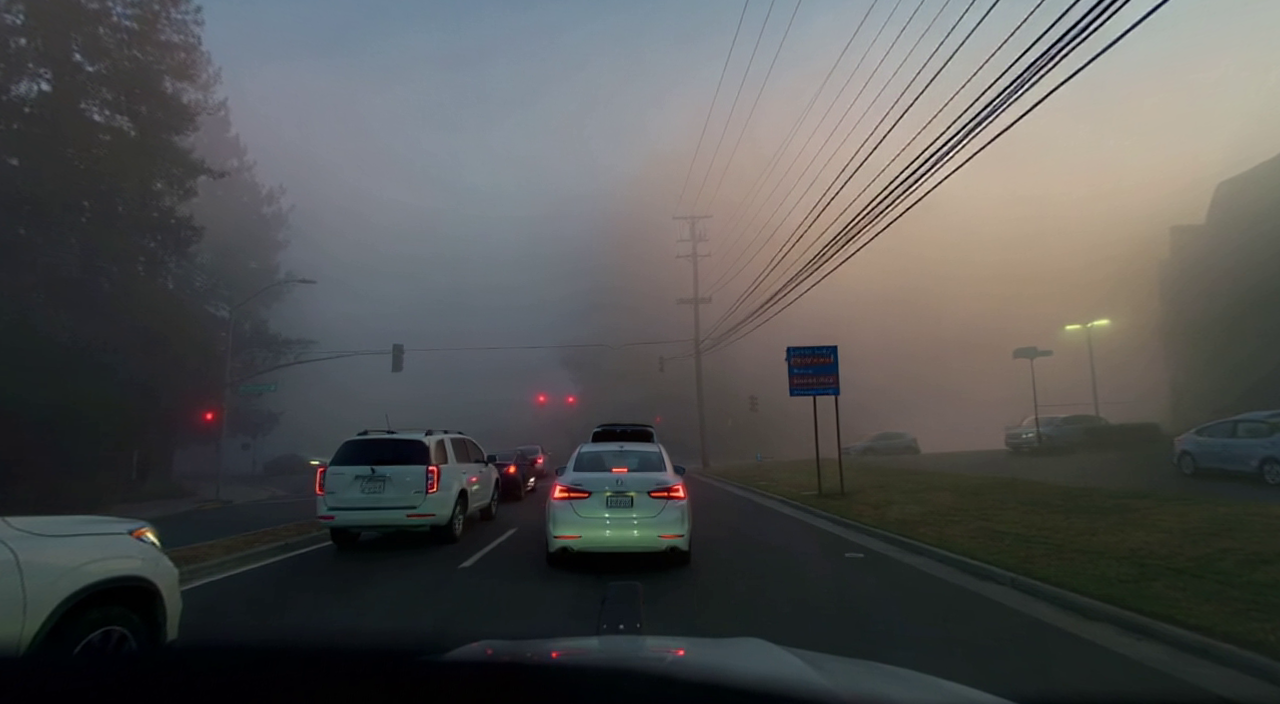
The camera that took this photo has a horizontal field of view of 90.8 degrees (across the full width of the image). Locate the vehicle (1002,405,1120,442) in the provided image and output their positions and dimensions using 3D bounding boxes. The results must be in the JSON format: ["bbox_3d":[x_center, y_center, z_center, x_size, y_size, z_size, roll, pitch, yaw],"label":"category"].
[{"bbox_3d":[26.860,4.637,40.497,5.782,2.286,2.223,-1,-9,4],"label":"vehicle"}]

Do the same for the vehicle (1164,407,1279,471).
[{"bbox_3d":[17.007,2.538,18.262,1.858,1.622,4.491,-5,-10,28],"label":"vehicle"}]

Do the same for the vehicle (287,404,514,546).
[{"bbox_3d":[-3.850,2.088,11.374,2.147,1.963,4.927,0,-8,0],"label":"vehicle"}]

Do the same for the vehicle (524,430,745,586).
[{"bbox_3d":[-0.106,1.802,8.147,2.121,1.474,3.968,0,-8,-2],"label":"vehicle"}]

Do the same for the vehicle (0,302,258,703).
[{"bbox_3d":[-3.602,0.637,1.533,2.085,1.943,5.053,0,-8,1],"label":"vehicle"}]
